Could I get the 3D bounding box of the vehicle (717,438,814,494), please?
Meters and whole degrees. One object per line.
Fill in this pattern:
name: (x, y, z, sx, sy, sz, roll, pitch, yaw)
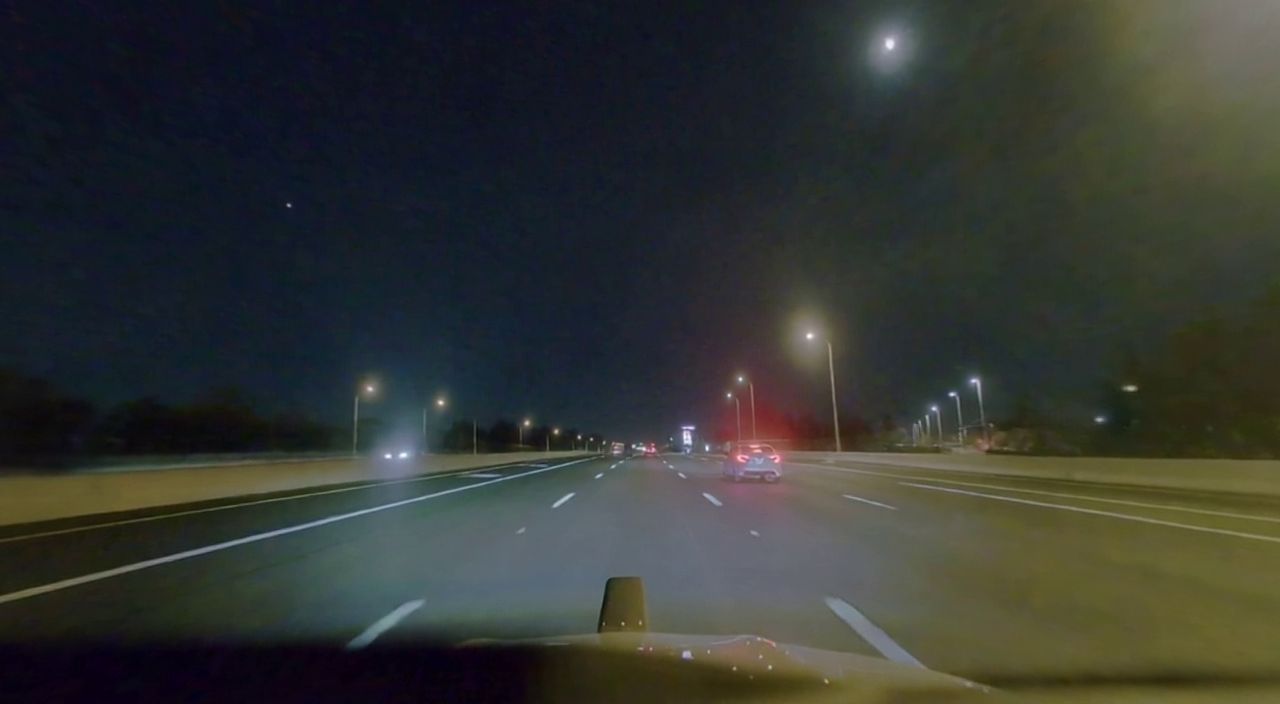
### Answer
vehicle: (3.668, 3.424, 19.402, 1.999, 1.492, 4.673, 0, -8, 0)
